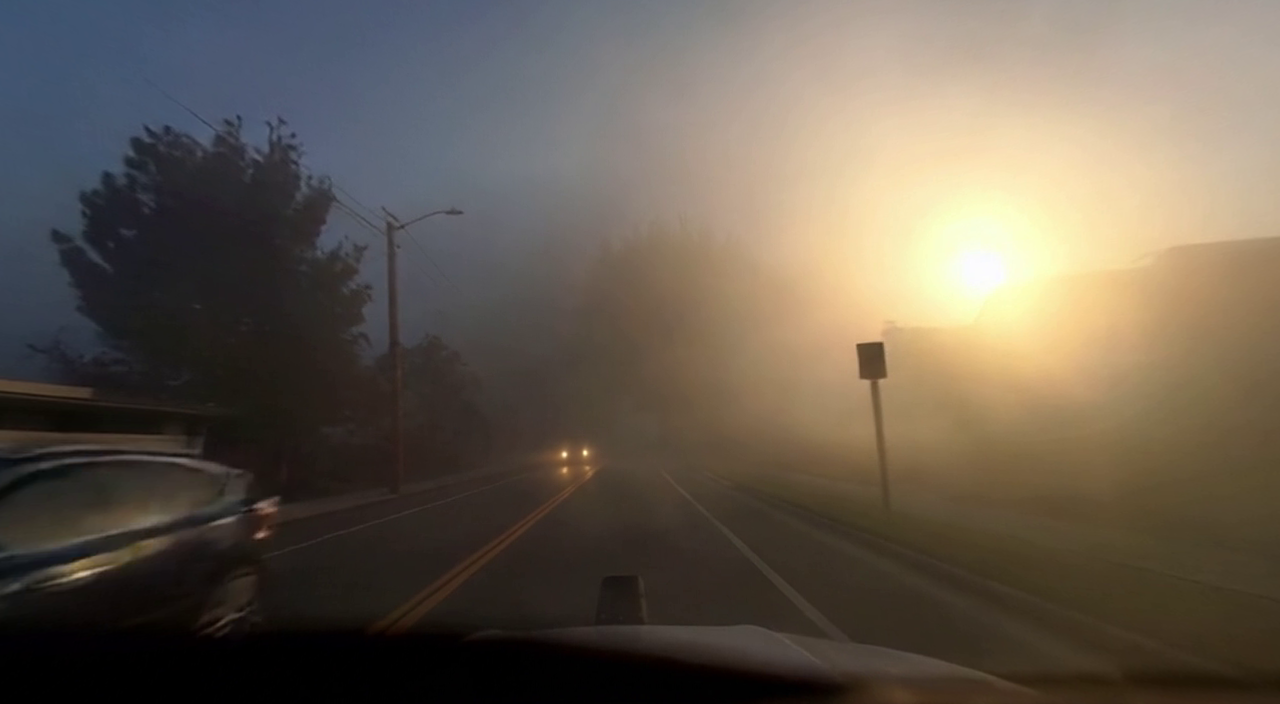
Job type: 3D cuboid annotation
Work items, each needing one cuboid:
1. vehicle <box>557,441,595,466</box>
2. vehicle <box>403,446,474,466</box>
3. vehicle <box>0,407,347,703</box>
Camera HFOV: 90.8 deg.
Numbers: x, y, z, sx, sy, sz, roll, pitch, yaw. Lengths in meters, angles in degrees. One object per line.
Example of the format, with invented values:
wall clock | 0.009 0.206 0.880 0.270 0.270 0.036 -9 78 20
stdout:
vehicle | -4.140 6.705 41.835 1.996 1.519 4.559 0 -9 1
vehicle | -15.448 8.000 48.599 4.779 1.453 1.970 -2 -9 10
vehicle | -3.398 1.053 2.800 2.074 1.527 4.438 0 -9 0
